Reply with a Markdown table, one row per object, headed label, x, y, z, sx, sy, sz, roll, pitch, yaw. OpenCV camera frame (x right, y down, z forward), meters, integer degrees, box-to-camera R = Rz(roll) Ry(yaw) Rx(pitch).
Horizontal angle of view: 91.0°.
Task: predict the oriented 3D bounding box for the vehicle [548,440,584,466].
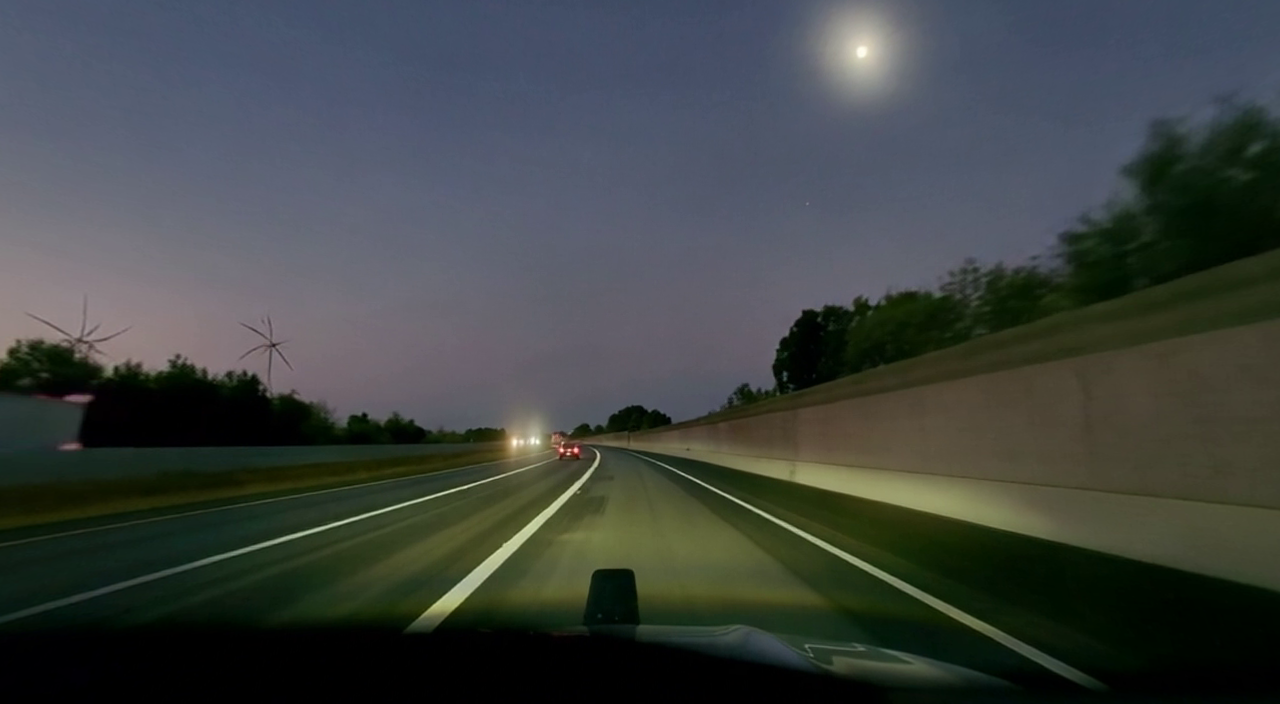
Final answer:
| label | x | y | z | sx | sy | sz | roll | pitch | yaw |
| --- | --- | --- | --- | --- | --- | --- | --- | --- | --- |
| vehicle | -4.577 | 6.310 | 39.537 | 2.053 | 1.549 | 4.097 | 0 | -8 | -4 |
